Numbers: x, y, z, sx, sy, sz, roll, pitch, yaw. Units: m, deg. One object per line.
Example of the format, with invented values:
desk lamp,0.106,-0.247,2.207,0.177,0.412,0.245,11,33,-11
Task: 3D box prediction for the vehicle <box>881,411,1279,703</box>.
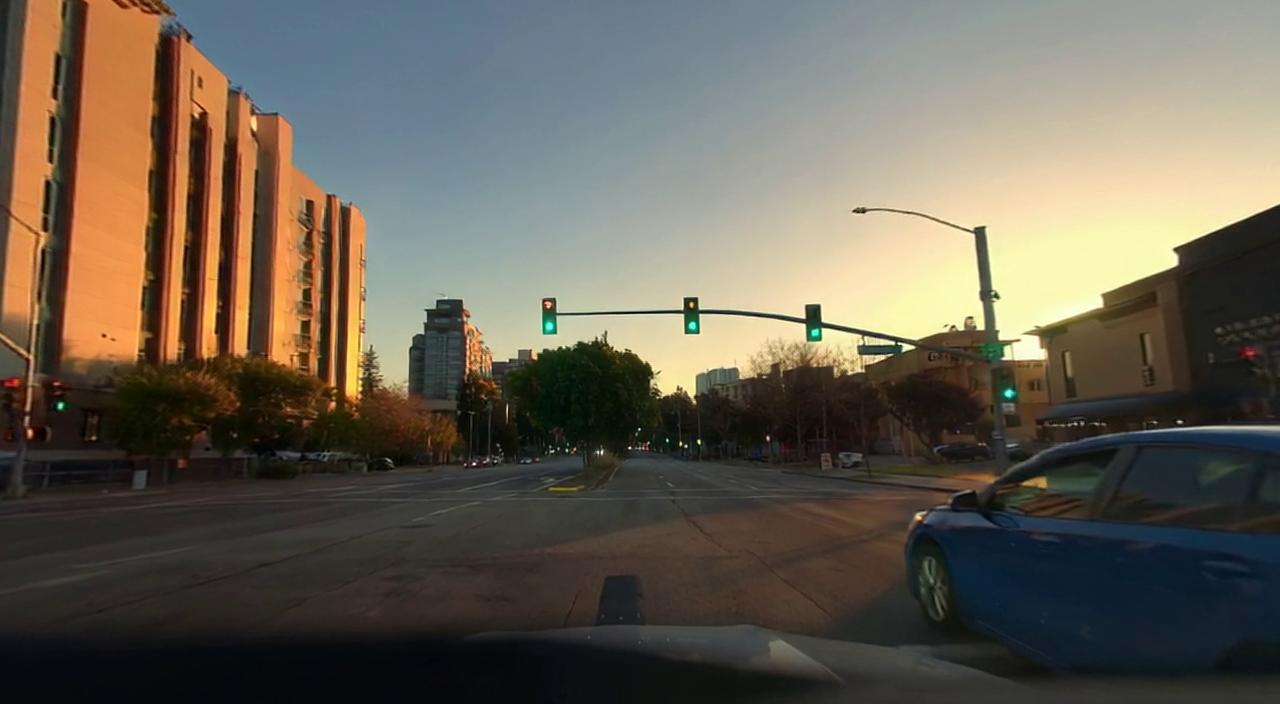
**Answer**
vehicle,3.076,1.070,3.007,2.015,1.455,4.615,0,-9,0
